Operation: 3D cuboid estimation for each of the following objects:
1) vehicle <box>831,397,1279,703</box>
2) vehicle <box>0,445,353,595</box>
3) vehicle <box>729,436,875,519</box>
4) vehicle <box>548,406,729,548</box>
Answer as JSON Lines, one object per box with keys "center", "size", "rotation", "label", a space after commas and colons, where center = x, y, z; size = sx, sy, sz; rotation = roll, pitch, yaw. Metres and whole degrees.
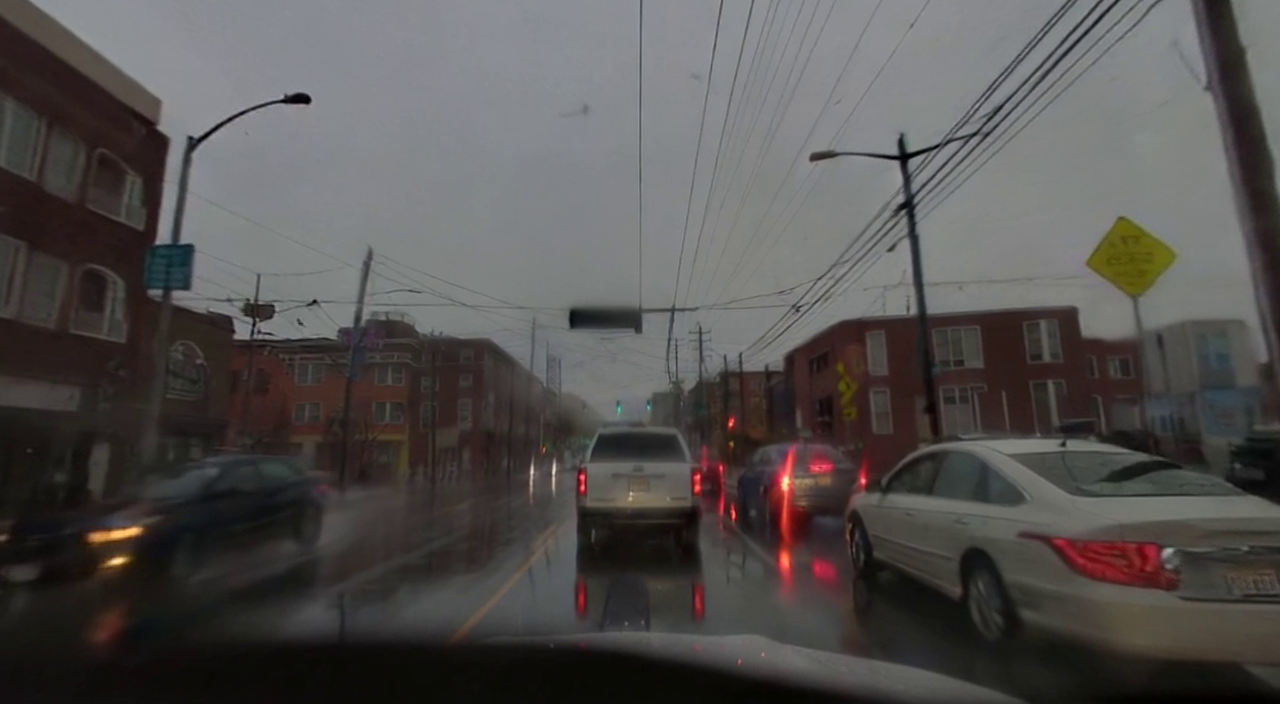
{"center": [3.203, 1.317, 5.270], "size": [1.906, 1.578, 4.020], "rotation": [0, -8, -1], "label": "vehicle"}
{"center": [-6.034, 2.085, 8.788], "size": [2.014, 1.538, 4.275], "rotation": [0, -8, 1], "label": "vehicle"}
{"center": [3.178, 2.545, 13.356], "size": [1.970, 1.452, 4.227], "rotation": [0, -8, 0], "label": "vehicle"}
{"center": [-0.064, 1.845, 9.895], "size": [2.232, 1.736, 4.036], "rotation": [0, -8, -1], "label": "vehicle"}
